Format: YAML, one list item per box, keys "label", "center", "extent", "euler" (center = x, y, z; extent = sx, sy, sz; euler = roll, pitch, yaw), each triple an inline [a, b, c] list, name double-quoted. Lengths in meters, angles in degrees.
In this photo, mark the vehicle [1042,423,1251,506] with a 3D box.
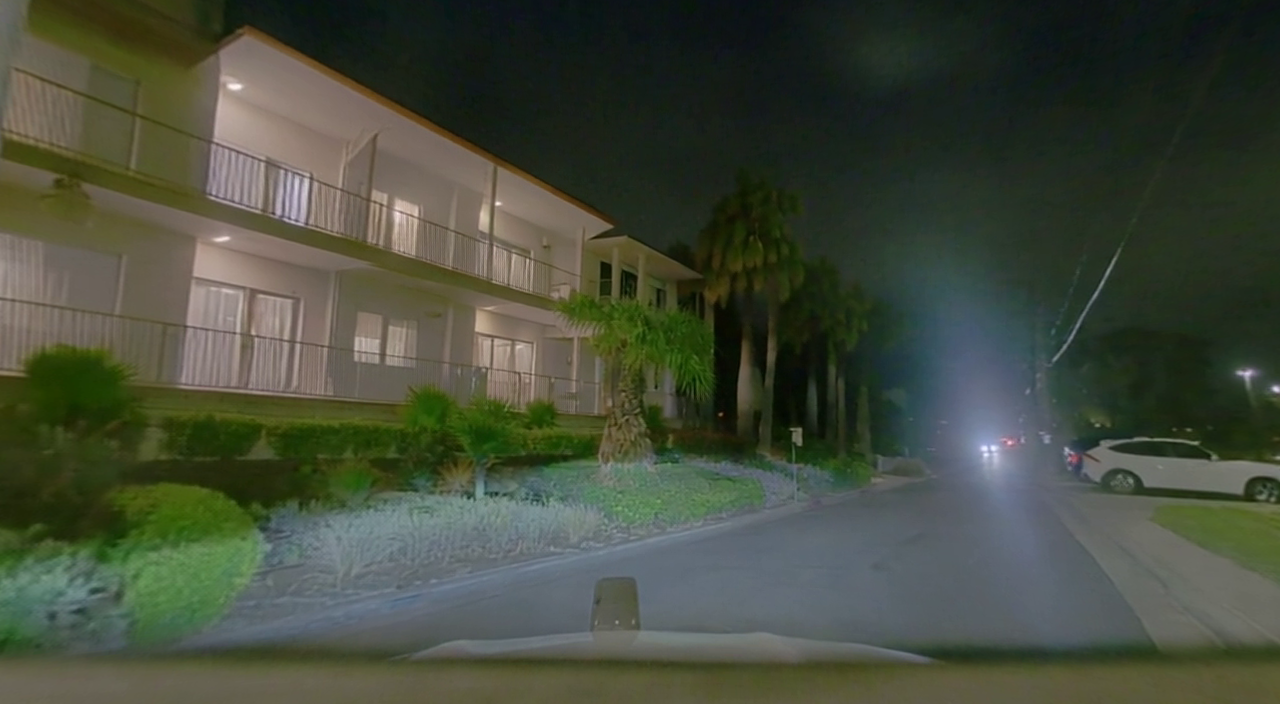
- label: "vehicle"
  center: [18.844, 4.133, 24.065]
  extent: [5.872, 2.468, 2.864]
  euler: [-1, -8, 33]
